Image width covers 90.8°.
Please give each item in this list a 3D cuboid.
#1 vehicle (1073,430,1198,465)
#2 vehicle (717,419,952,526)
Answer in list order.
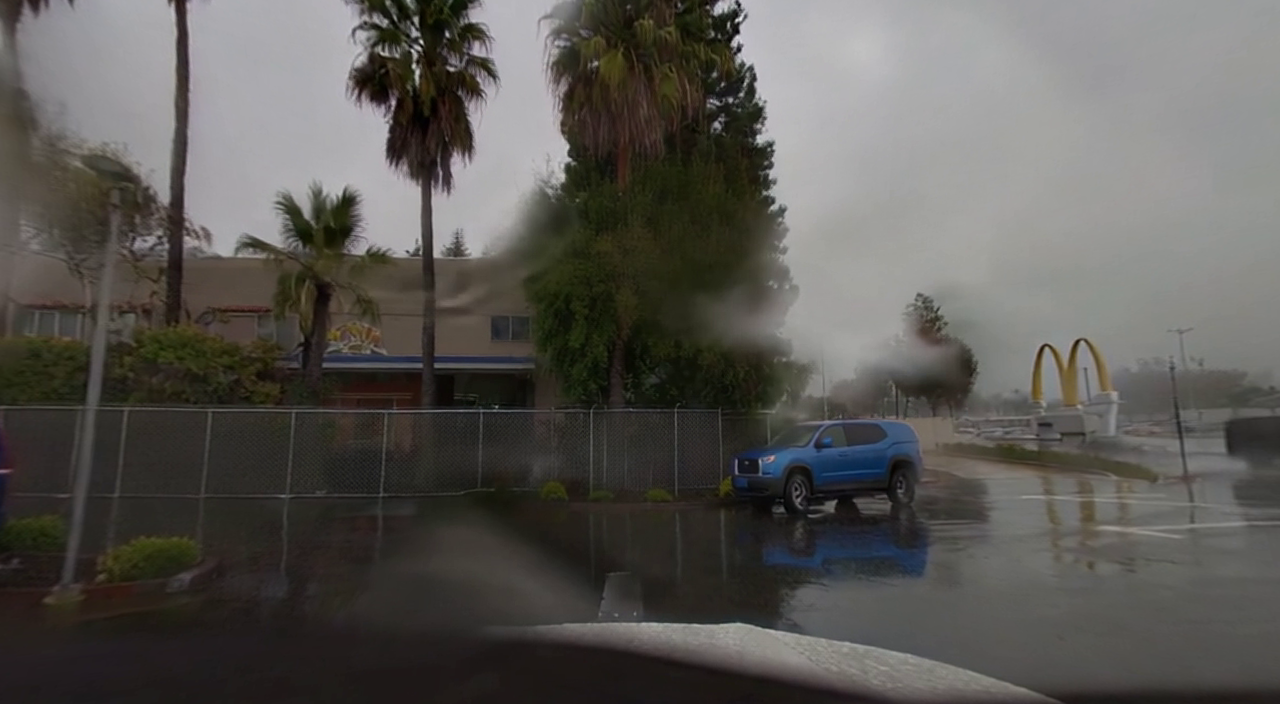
[{"bbox_3d":[22.571,4.382,29.068,1.860,1.417,4.750,1,-8,-1],"label":"vehicle"},{"bbox_3d":[3.941,2.258,12.709,4.365,1.791,2.073,4,-7,-31],"label":"vehicle"}]
